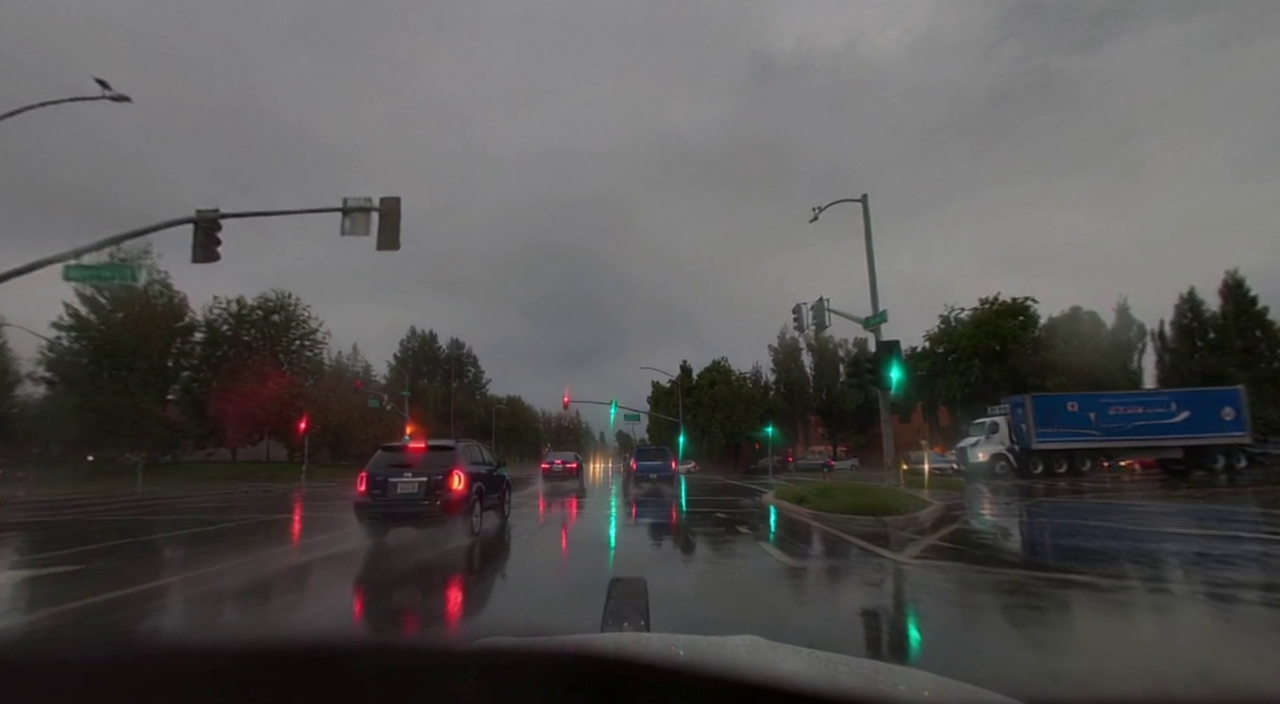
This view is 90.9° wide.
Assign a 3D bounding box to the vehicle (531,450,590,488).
[{"bbox_3d":[-3.420,5.126,27.964,2.013,1.474,4.393,0,-8,1],"label":"vehicle"}]

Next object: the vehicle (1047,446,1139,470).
[{"bbox_3d":[28.849,6.769,40.257,4.365,1.448,1.928,0,-8,0],"label":"vehicle"}]

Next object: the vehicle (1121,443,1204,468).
[{"bbox_3d":[39.661,7.851,47.865,4.580,1.807,1.967,0,-8,-3],"label":"vehicle"}]

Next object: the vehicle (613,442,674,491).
[{"bbox_3d":[0.151,4.319,24.246,2.163,1.678,3.846,0,-8,1],"label":"vehicle"}]

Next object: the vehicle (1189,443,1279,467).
[{"bbox_3d":[37.991,6.515,40.063,4.525,1.468,1.839,0,-8,-5],"label":"vehicle"}]

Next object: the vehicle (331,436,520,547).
[{"bbox_3d":[-3.346,2.198,10.642,1.960,1.528,3.490,0,-8,0],"label":"vehicle"}]

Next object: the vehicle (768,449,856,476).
[{"bbox_3d":[10.838,7.010,39.886,4.875,1.473,2.077,-2,-11,-2],"label":"vehicle"}]

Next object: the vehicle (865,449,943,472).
[{"bbox_3d":[18.323,7.567,43.870,4.478,1.495,2.063,0,-8,-1],"label":"vehicle"}]

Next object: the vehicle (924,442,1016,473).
[{"bbox_3d":[20.919,6.684,40.088,4.585,1.681,2.140,-3,-9,0],"label":"vehicle"}]

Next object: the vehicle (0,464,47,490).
[{"bbox_3d":[-49.698,9.747,49.310,4.587,1.833,2.154,-1,-8,6],"label":"vehicle"}]
